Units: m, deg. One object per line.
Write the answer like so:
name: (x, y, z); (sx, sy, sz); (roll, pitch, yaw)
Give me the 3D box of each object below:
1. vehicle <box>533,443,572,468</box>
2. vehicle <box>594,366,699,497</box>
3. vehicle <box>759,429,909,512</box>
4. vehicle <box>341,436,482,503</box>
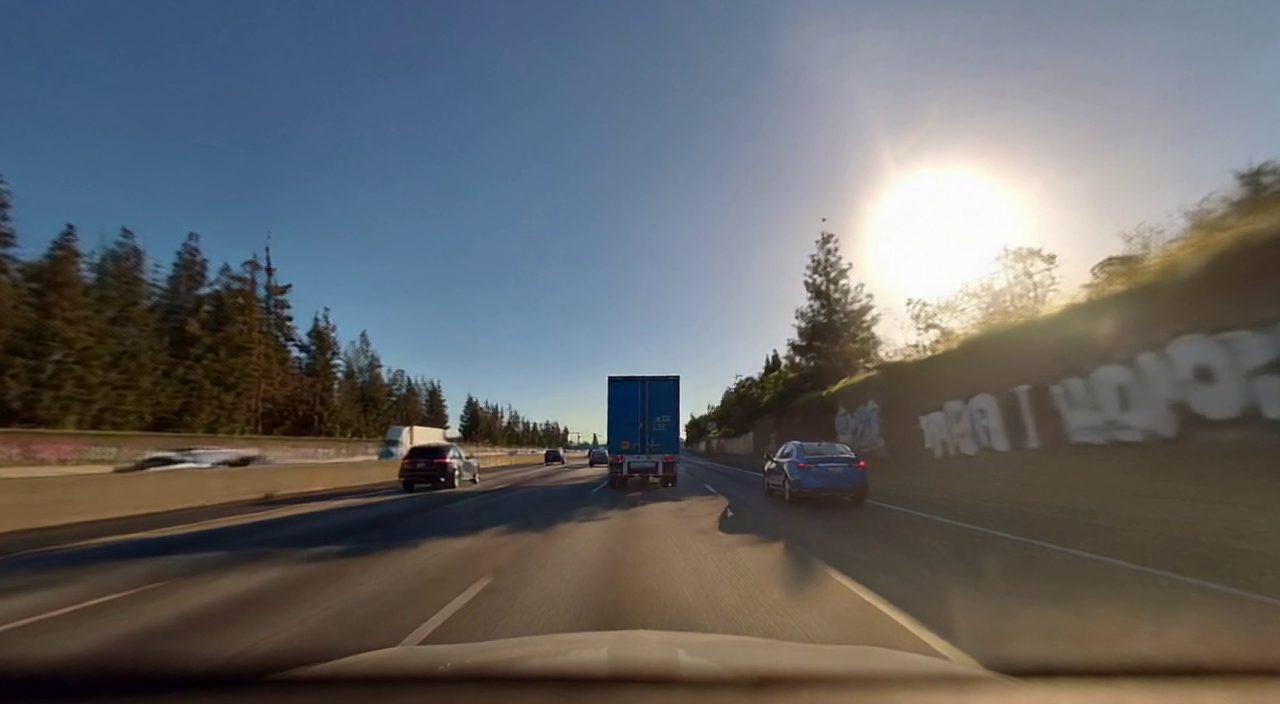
vehicle: (-6.027, 7.164, 43.756); (2.005, 1.607, 4.042); (-1, -9, 2)
vehicle: (0.120, 2.960, 22.557); (2.915, 3.661, 9.741); (0, -9, -1)
vehicle: (4.447, 2.799, 15.311); (2.205, 1.689, 4.403); (0, -9, 0)
vehicle: (-6.337, 3.321, 18.265); (2.134, 1.662, 4.851); (-1, -9, 2)
